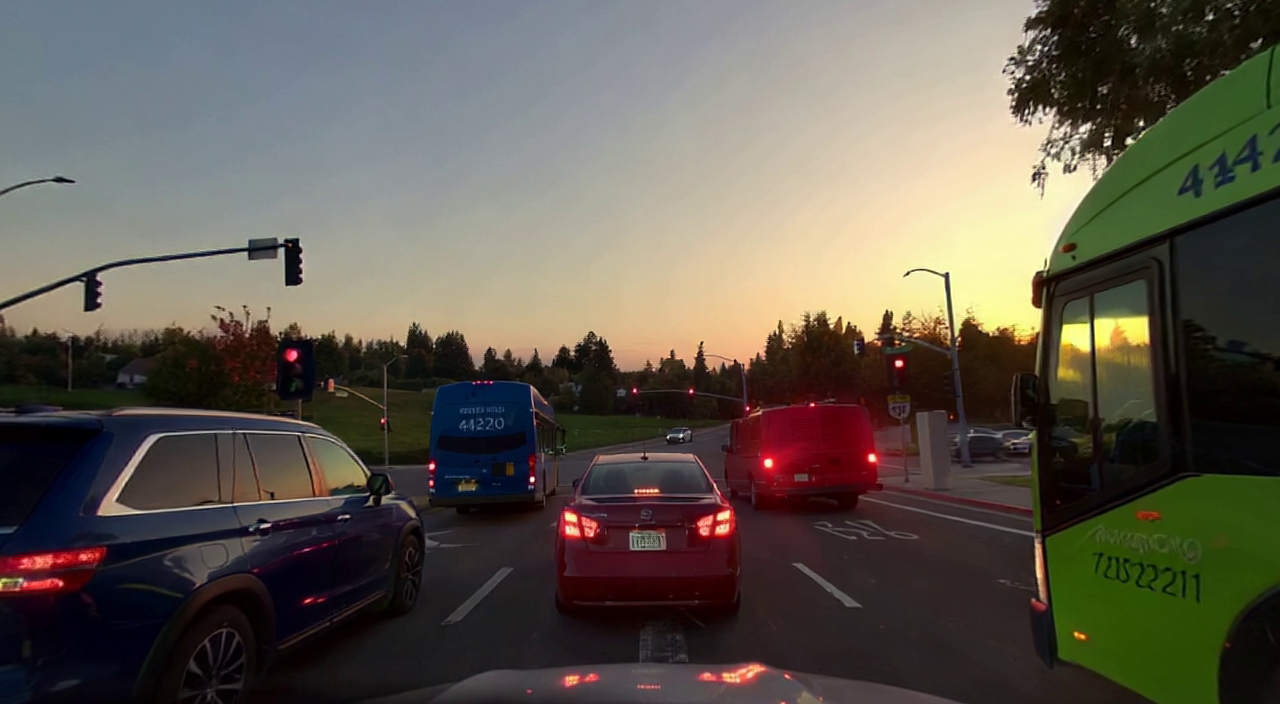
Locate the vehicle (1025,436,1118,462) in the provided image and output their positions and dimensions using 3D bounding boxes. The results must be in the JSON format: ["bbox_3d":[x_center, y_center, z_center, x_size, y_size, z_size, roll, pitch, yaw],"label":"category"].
[{"bbox_3d":[25.869,5.824,37.978,4.229,1.489,1.794,0,-8,-1],"label":"vehicle"}]

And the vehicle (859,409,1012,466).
[{"bbox_3d":[17.588,5.130,37.924,7.839,3.213,2.628,0,-8,-3],"label":"vehicle"}]

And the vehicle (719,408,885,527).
[{"bbox_3d":[3.142,2.395,13.676,2.143,2.036,5.367,0,-8,0],"label":"vehicle"}]

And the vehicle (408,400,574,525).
[{"bbox_3d":[-2.936,2.355,13.952,2.335,2.221,5.165,0,-8,1],"label":"vehicle"}]

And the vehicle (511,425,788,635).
[{"bbox_3d":[0.059,1.549,6.418,1.976,1.485,3.624,0,-8,0],"label":"vehicle"}]

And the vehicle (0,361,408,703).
[{"bbox_3d":[-3.417,1.178,4.630,1.921,1.701,3.989,0,-8,0],"label":"vehicle"}]
